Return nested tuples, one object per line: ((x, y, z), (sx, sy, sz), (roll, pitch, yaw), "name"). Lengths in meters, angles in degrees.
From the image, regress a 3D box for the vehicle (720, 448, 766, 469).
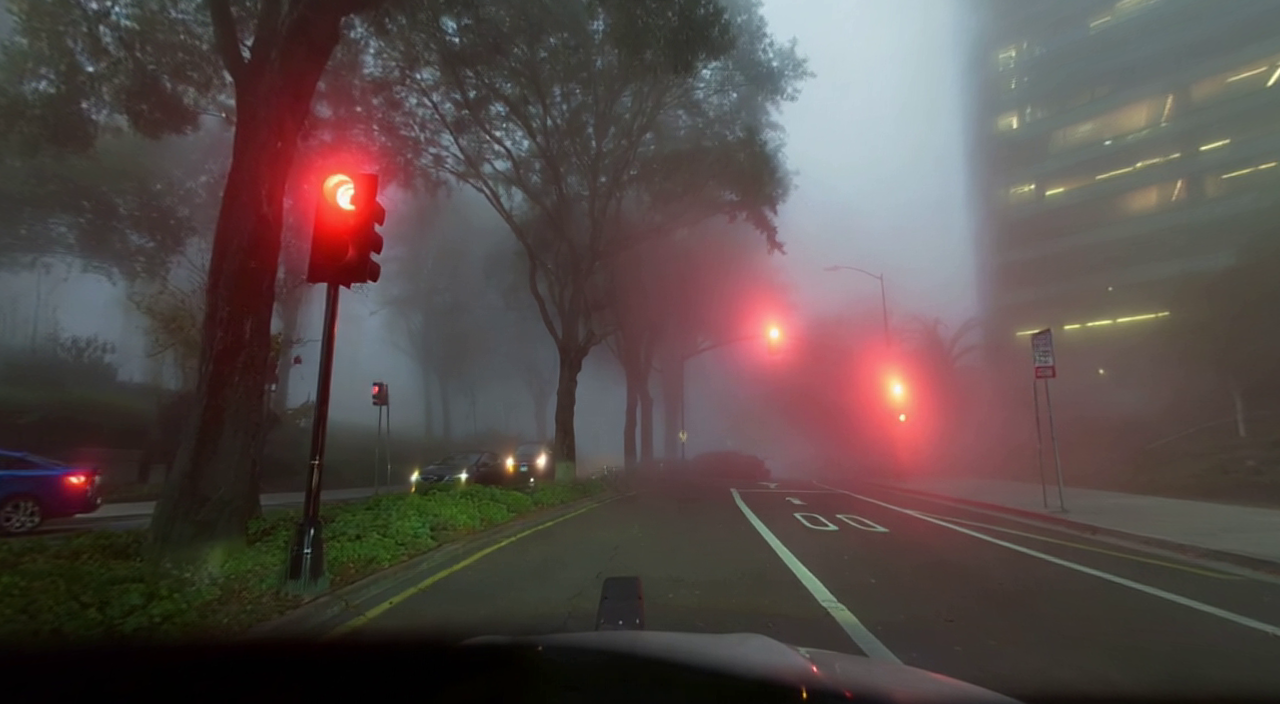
((7.842, 8.124, 48.417), (1.829, 1.440, 4.384), (2, -9, -14), "vehicle")

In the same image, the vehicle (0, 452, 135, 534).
((-12.860, 2.714, 12.264), (4.598, 1.490, 1.816), (7, -11, -40), "vehicle")
